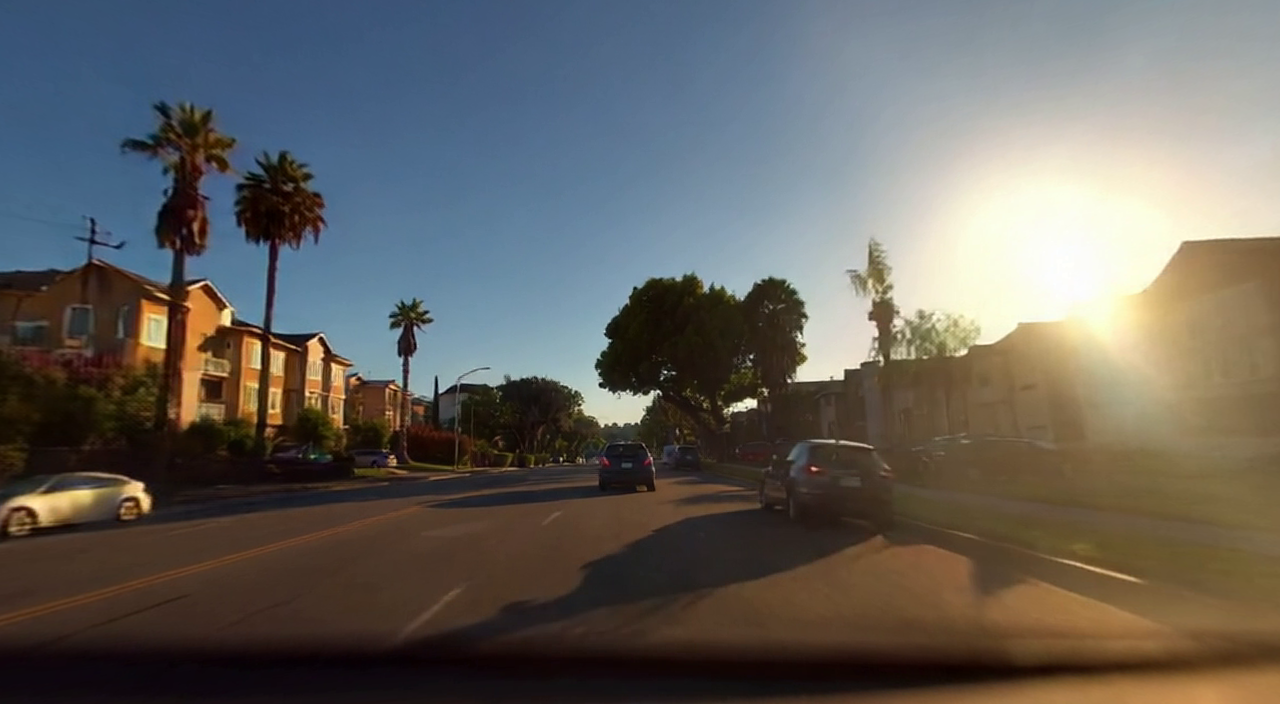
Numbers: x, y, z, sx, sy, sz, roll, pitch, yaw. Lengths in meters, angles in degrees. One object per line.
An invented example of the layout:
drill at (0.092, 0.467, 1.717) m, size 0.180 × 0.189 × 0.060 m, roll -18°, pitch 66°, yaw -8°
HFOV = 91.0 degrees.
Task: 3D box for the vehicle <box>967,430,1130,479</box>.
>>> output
vehicle at (14.131, 3.569, 22.004) m, size 4.238 × 1.621 × 2.067 m, roll 0°, pitch -9°, yaw -1°

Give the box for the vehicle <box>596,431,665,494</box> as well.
vehicle at (-0.273, 3.620, 20.923) m, size 1.994 × 1.810 × 5.057 m, roll 0°, pitch -9°, yaw 0°

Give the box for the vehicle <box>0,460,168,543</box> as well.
vehicle at (-13.991, 3.483, 15.018) m, size 1.877 × 1.443 × 4.677 m, roll -3°, pitch -7°, yaw 0°

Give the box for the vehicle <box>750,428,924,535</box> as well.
vehicle at (3.510, 2.391, 12.175) m, size 1.949 × 1.685 × 4.161 m, roll 0°, pitch -9°, yaw -1°

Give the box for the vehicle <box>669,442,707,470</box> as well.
vehicle at (3.500, 7.772, 47.175) m, size 2.416 × 1.922 × 5.023 m, roll 0°, pitch -9°, yaw 0°
